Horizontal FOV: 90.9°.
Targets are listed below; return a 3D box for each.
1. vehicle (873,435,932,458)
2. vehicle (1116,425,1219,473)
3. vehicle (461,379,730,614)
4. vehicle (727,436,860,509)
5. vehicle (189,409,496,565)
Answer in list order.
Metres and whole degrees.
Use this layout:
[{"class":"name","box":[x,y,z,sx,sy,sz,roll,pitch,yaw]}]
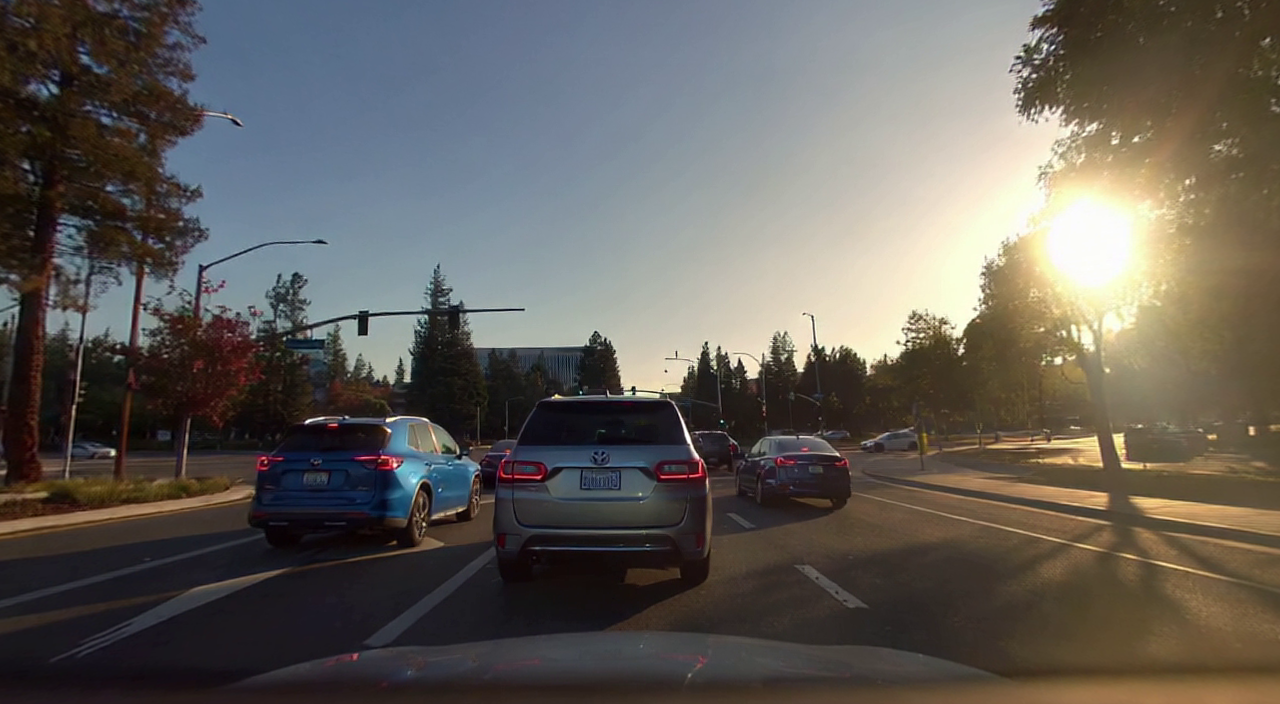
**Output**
[{"class":"vehicle","box":[19.986,7.202,47.910,4.361,1.653,2.034,6,-10,-35]},{"class":"vehicle","box":[19.280,3.513,22.973,4.215,1.578,1.892,7,-11,-38]},{"class":"vehicle","box":[-0.341,1.430,7.094,2.064,1.817,4.298,0,-8,0]},{"class":"vehicle","box":[3.459,2.795,15.135,2.121,1.494,4.208,0,-8,0]},{"class":"vehicle","box":[-3.733,1.793,9.137,2.160,1.666,4.583,0,-8,1]}]
